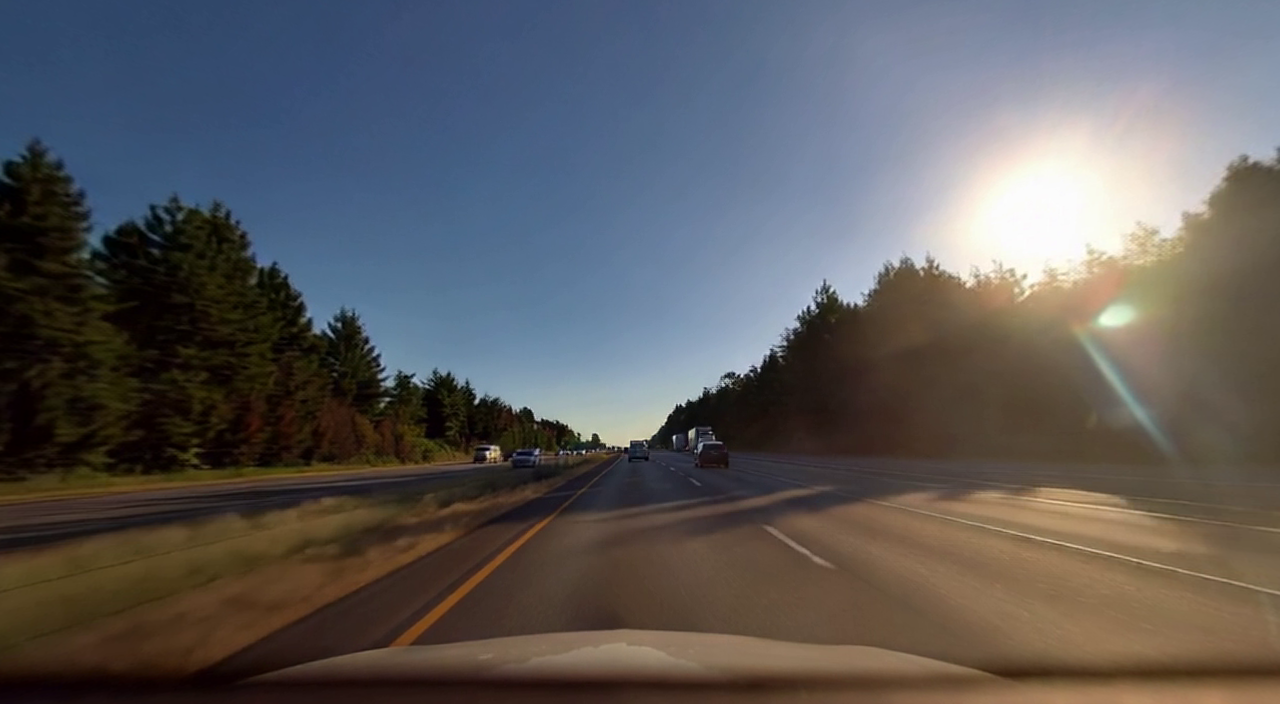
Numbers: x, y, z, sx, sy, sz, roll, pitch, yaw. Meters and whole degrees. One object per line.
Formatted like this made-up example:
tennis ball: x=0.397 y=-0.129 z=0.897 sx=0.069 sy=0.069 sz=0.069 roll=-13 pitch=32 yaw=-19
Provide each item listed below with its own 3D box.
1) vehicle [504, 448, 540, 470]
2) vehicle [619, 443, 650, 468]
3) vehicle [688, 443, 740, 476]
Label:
vehicle: x=-8.998 y=8.185 z=48.294 sx=1.945 sy=1.578 sz=4.576 roll=0 pitch=-9 yaw=0
vehicle: x=-0.383 y=7.381 z=44.948 sx=2.114 sy=1.706 sz=4.106 roll=0 pitch=-9 yaw=-1
vehicle: x=3.681 y=5.466 z=32.045 sx=2.025 sy=1.534 sz=4.179 roll=0 pitch=-9 yaw=-1
